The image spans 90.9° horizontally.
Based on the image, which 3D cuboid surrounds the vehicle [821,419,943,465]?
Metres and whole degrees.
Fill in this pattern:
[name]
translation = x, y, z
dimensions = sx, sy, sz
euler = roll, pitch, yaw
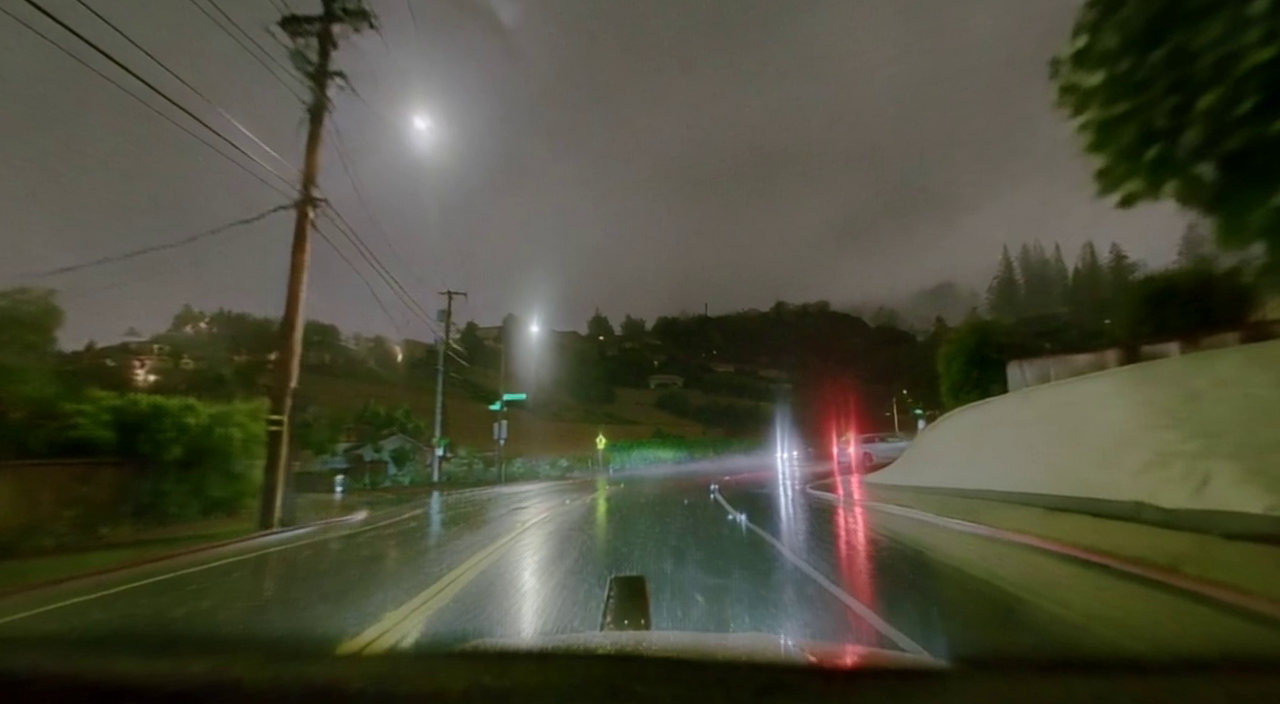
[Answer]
[vehicle]
translation = 11.065, 4.128, 28.894
dimensions = 4.810, 1.732, 2.176
euler = 0, -10, -21
